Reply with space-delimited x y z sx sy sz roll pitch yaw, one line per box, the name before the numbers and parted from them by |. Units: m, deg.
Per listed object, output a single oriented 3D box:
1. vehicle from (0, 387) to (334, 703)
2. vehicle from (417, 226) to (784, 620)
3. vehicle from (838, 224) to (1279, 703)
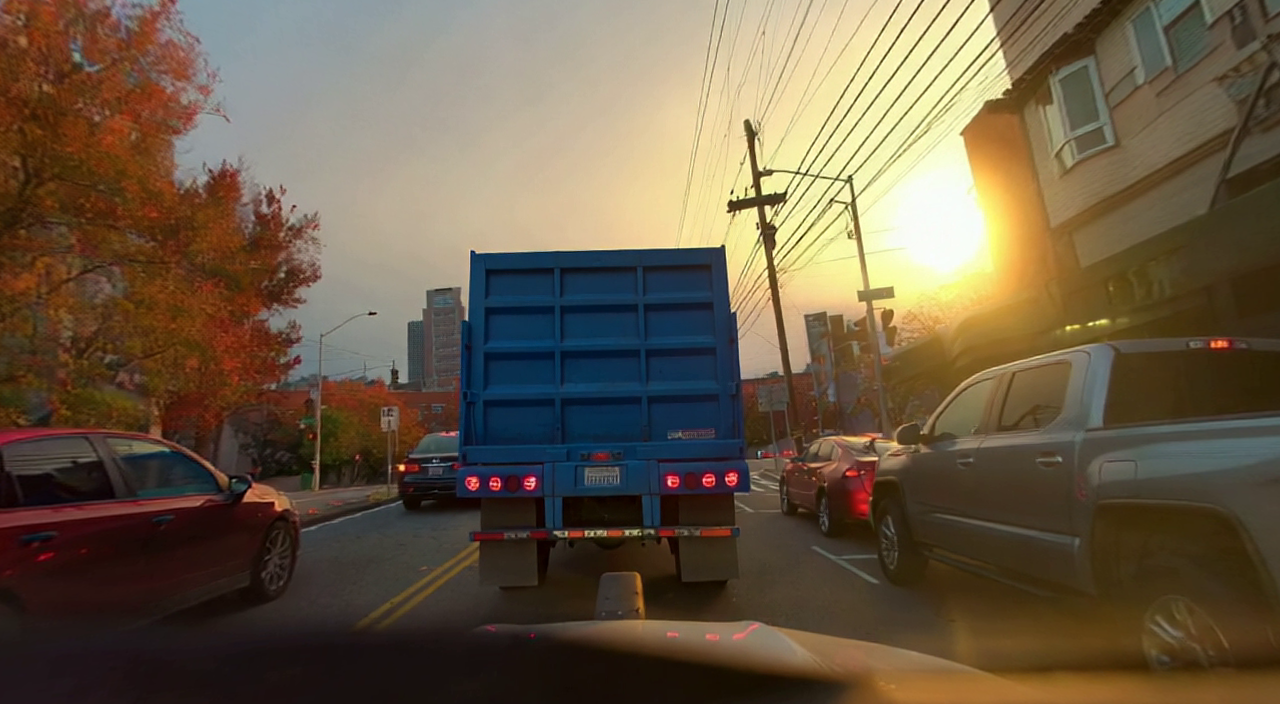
vehicle | -4.119 1.157 4.083 1.988 1.657 4.492 0 -8 0
vehicle | -0.236 1.116 9.268 2.878 3.204 8.244 0 -8 1
vehicle | 3.237 0.846 3.846 2.242 1.979 5.722 0 -8 1
